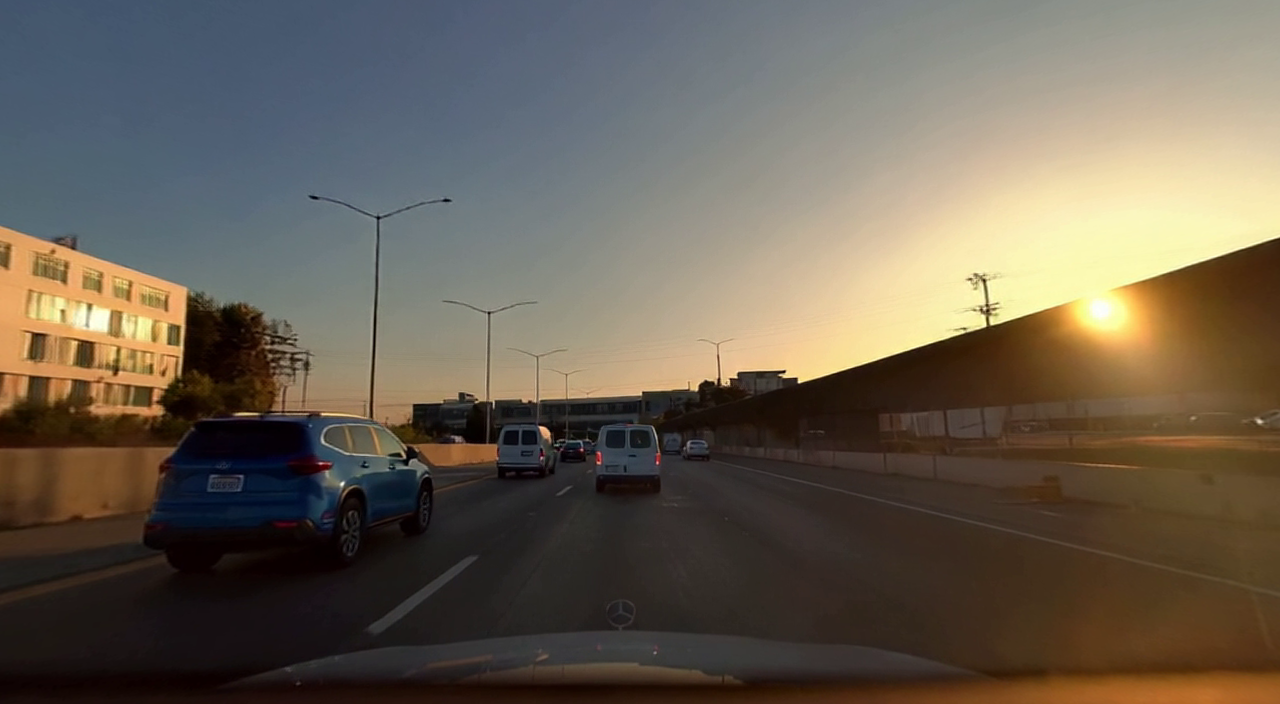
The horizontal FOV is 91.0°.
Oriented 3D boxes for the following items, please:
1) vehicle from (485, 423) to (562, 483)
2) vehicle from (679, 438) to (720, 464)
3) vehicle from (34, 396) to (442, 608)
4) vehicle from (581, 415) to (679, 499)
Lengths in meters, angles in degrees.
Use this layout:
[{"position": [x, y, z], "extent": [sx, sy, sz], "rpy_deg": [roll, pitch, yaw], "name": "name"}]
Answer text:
[{"position": [-4.072, 3.619, 22.787], "extent": [2.038, 1.936, 4.300], "rpy_deg": [0, -8, -1], "name": "vehicle"}, {"position": [3.665, 6.127, 39.218], "extent": [1.999, 1.494, 3.833], "rpy_deg": [0, -8, -3], "name": "vehicle"}, {"position": [-3.971, 1.529, 7.374], "extent": [1.972, 1.703, 4.333], "rpy_deg": [0, -8, -1], "name": "vehicle"}, {"position": [-0.290, 2.766, 16.915], "extent": [2.304, 1.925, 4.282], "rpy_deg": [0, -8, -1], "name": "vehicle"}]
